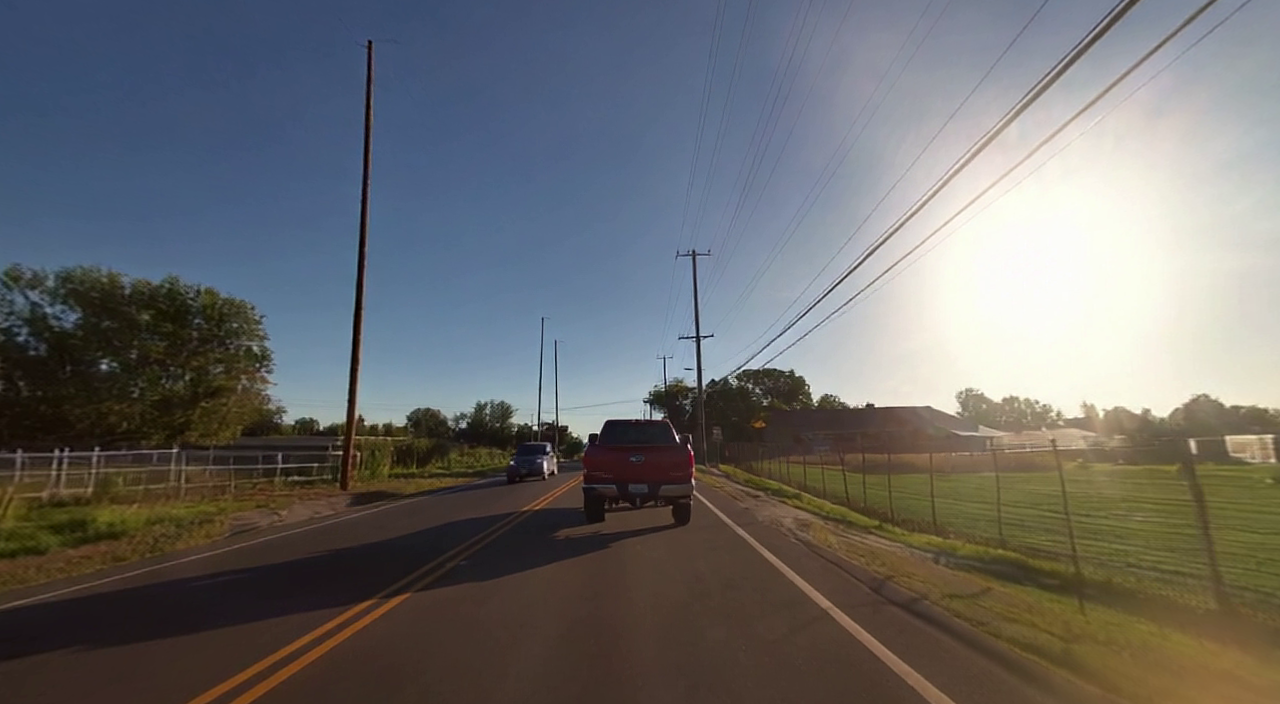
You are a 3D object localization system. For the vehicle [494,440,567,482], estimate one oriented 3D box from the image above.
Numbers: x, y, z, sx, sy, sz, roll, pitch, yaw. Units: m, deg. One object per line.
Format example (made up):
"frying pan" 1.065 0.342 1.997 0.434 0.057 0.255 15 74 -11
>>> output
"vehicle" -4.101 4.177 24.414 1.974 1.455 4.289 0 -8 1

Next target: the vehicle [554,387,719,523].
"vehicle" -0.087 2.116 13.352 2.693 2.223 5.885 0 -8 -1
